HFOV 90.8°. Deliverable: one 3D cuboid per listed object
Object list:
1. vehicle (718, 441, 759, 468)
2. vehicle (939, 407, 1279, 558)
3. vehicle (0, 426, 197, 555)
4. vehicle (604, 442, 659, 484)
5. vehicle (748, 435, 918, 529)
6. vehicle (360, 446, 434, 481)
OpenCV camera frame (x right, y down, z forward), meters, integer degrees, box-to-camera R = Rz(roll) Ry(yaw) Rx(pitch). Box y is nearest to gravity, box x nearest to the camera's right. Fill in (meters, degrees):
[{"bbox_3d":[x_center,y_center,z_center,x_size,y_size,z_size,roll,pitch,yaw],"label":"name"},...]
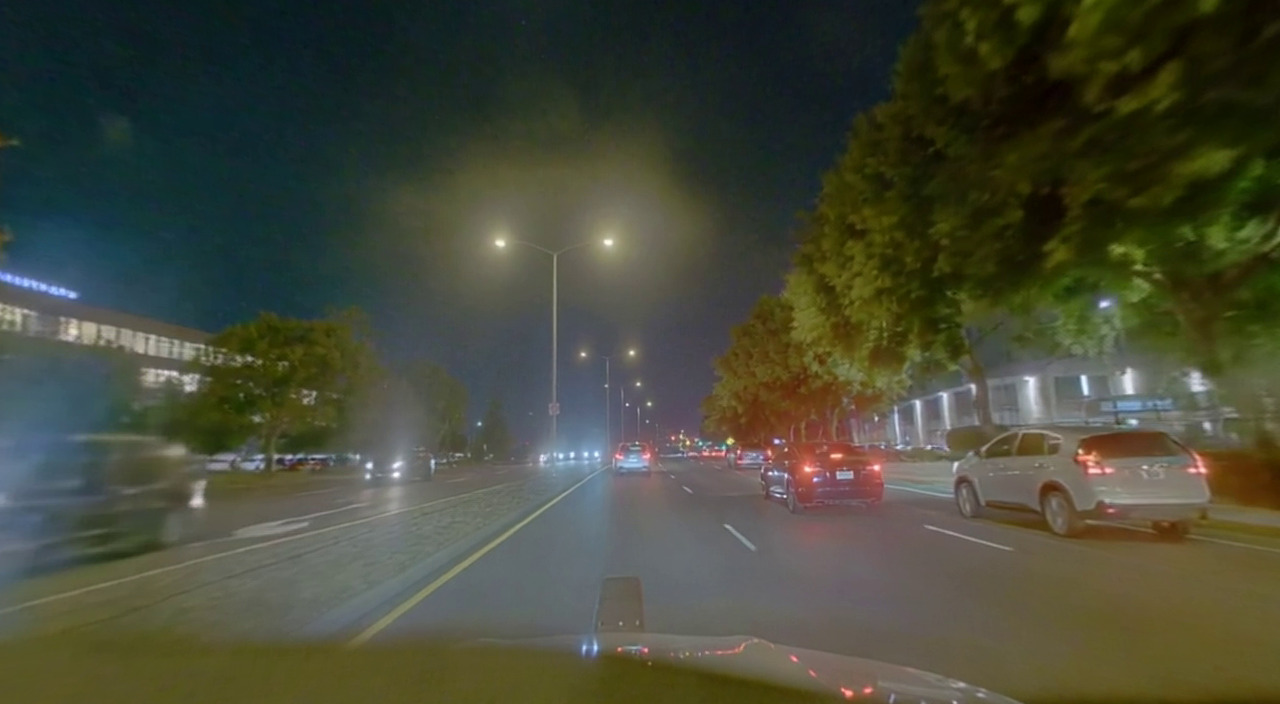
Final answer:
[{"bbox_3d":[7.060,7.404,45.723,2.068,1.779,4.567,0,-9,-1],"label":"vehicle"},{"bbox_3d":[6.973,1.927,10.008,2.134,1.810,4.590,0,-9,-1],"label":"vehicle"},{"bbox_3d":[-9.547,2.081,9.919,1.950,1.717,4.299,0,-9,2],"label":"vehicle"},{"bbox_3d":[-0.309,4.314,24.784,1.994,1.479,3.647,0,-9,0],"label":"vehicle"},{"bbox_3d":[3.436,2.391,12.212,1.858,1.466,4.230,0,-9,-1],"label":"vehicle"},{"bbox_3d":[-12.524,5.745,32.948,1.973,1.674,4.492,0,-9,1],"label":"vehicle"}]
